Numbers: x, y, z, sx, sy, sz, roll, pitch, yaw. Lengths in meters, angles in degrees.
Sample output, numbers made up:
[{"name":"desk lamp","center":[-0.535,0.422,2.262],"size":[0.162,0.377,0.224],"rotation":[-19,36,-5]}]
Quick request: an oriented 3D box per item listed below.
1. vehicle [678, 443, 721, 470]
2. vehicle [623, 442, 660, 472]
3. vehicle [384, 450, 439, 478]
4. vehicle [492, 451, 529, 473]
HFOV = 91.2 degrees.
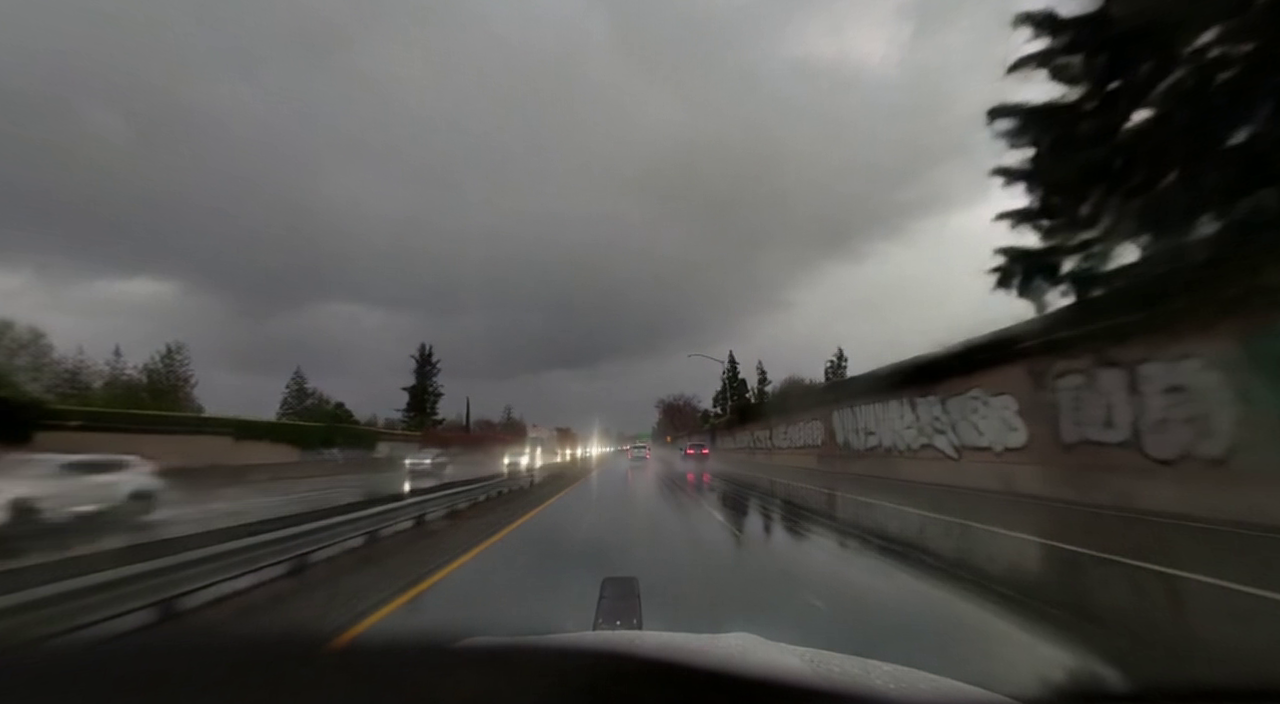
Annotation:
[{"name":"vehicle","center":[3.725,6.670,40.125],"size":[2.303,1.614,4.154],"rotation":[-1,-9,0]},{"name":"vehicle","center":[0.079,6.358,38.160],"size":[2.095,1.671,4.219],"rotation":[0,-9,-1]},{"name":"vehicle","center":[-13.951,6.842,38.503],"size":[1.871,1.567,4.052],"rotation":[-1,-9,0]},{"name":"vehicle","center":[-9.448,8.017,45.948],"size":[1.843,1.494,4.347],"rotation":[0,-9,-1]}]
